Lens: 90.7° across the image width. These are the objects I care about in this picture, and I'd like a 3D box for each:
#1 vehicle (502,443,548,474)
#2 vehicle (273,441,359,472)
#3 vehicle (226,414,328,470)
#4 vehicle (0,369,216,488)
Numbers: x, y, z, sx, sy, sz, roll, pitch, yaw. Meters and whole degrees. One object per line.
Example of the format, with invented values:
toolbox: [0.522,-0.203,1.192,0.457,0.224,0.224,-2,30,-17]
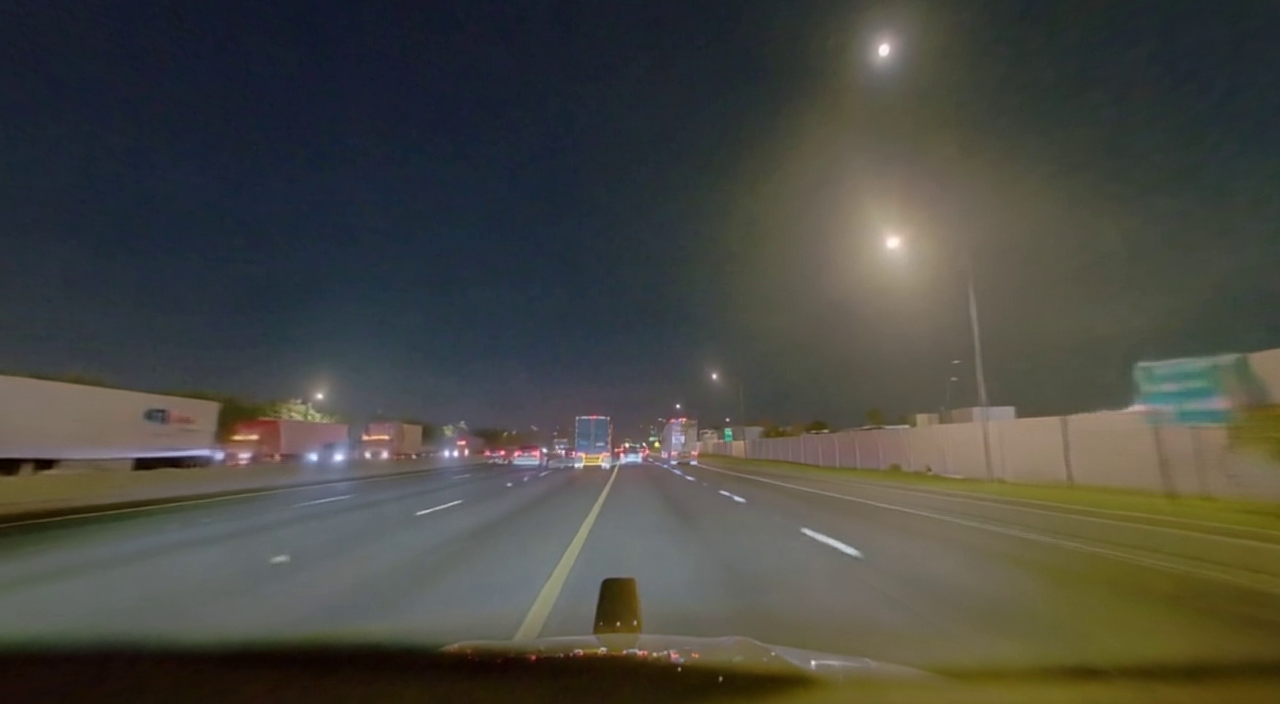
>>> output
vehicle: [-6.662,6.177,37.075,2.132,1.679,4.045,0,-9,-2]
vehicle: [-19.284,6.231,37.999,2.180,1.717,5.809,0,-9,-1]
vehicle: [-27.208,6.876,48.042,2.985,3.820,8.369,0,-9,-3]
vehicle: [-22.870,3.220,25.449,2.814,3.929,13.332,0,-9,-2]
